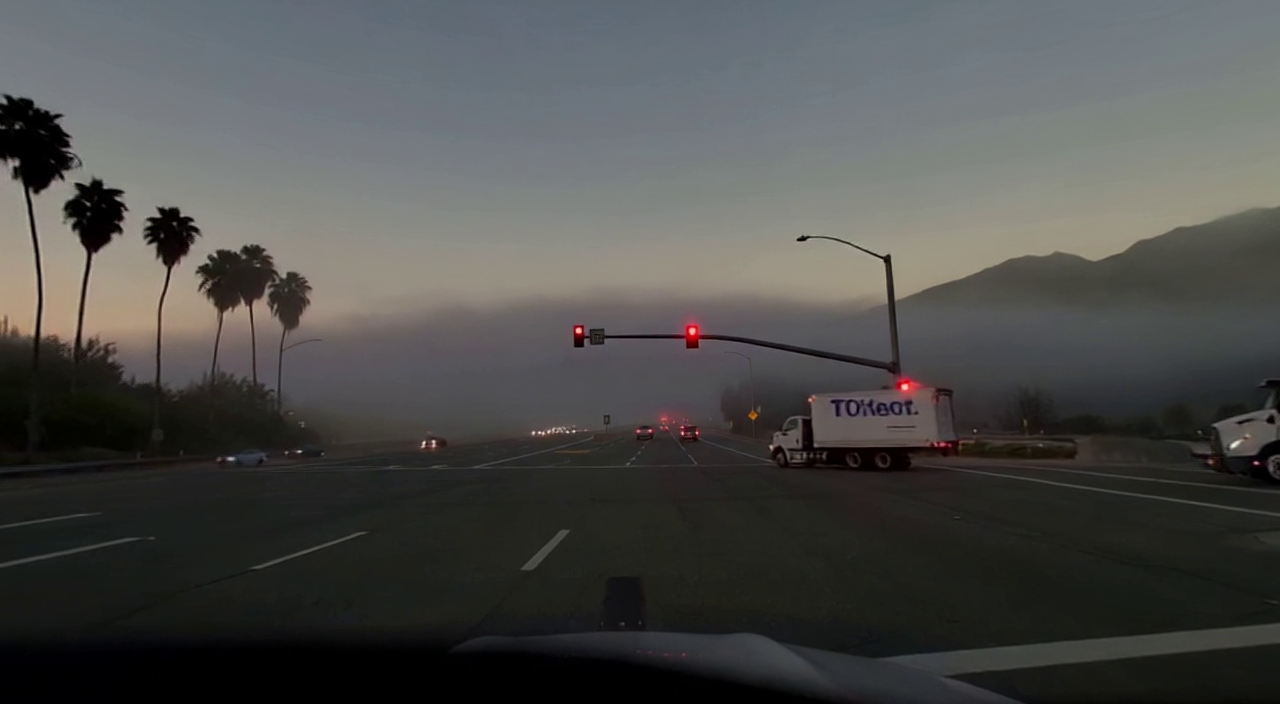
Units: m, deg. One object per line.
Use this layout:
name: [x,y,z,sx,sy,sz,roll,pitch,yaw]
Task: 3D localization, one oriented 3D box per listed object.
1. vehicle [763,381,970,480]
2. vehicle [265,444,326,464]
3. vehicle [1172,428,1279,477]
vehicle: [8.932,3.258,25.526,3.237,3.414,7.088,8,-12,-43]
vehicle: [-26.172,7.742,47.934,1.868,1.469,4.746,0,-8,1]
vehicle: [20.423,3.219,20.243,4.508,1.493,1.907,-2,-9,11]
